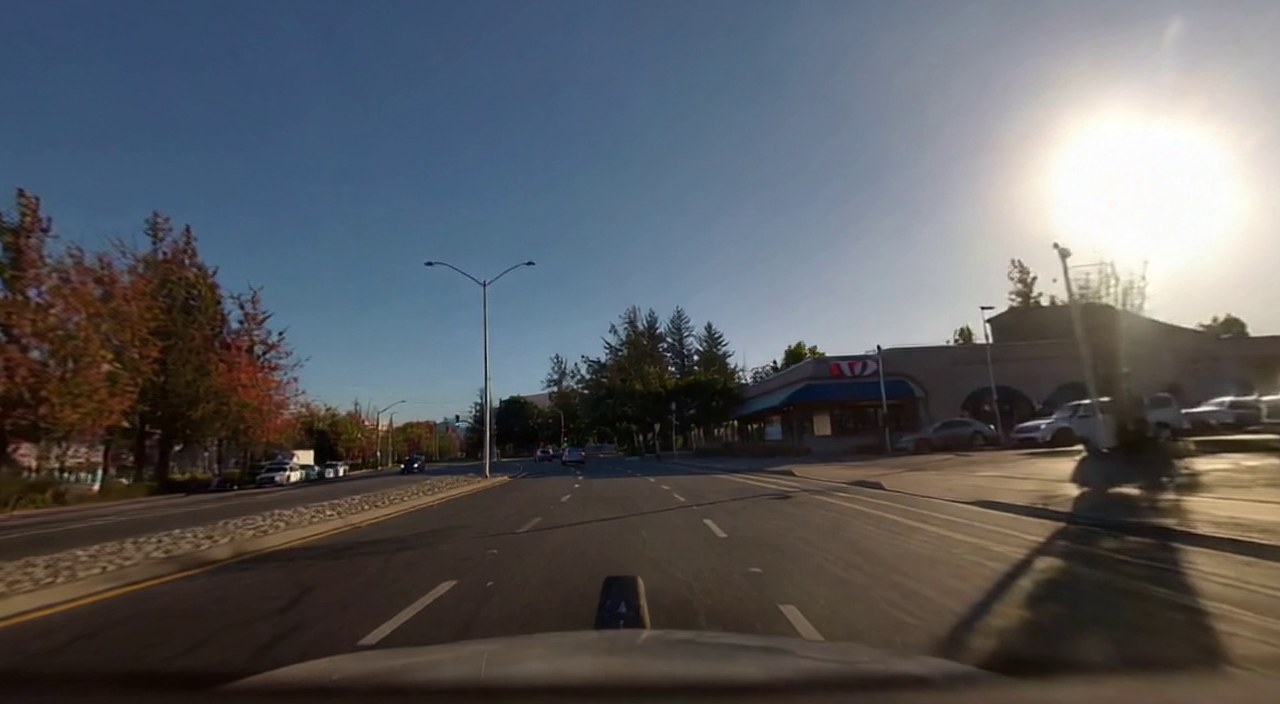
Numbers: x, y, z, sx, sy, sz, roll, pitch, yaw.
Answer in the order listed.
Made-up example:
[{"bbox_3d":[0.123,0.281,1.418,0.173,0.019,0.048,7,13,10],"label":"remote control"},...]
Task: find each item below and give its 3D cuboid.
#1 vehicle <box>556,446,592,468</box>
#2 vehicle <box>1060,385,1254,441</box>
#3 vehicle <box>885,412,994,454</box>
[{"bbox_3d":[-5.203,8.115,49.151,2.197,1.642,4.312,2,-9,-13],"label":"vehicle"},{"bbox_3d":[15.967,1.934,19.702,4.297,1.632,1.977,0,-8,-1],"label":"vehicle"},{"bbox_3d":[16.731,4.543,35.544,4.922,1.749,2.145,-7,-7,3],"label":"vehicle"}]
